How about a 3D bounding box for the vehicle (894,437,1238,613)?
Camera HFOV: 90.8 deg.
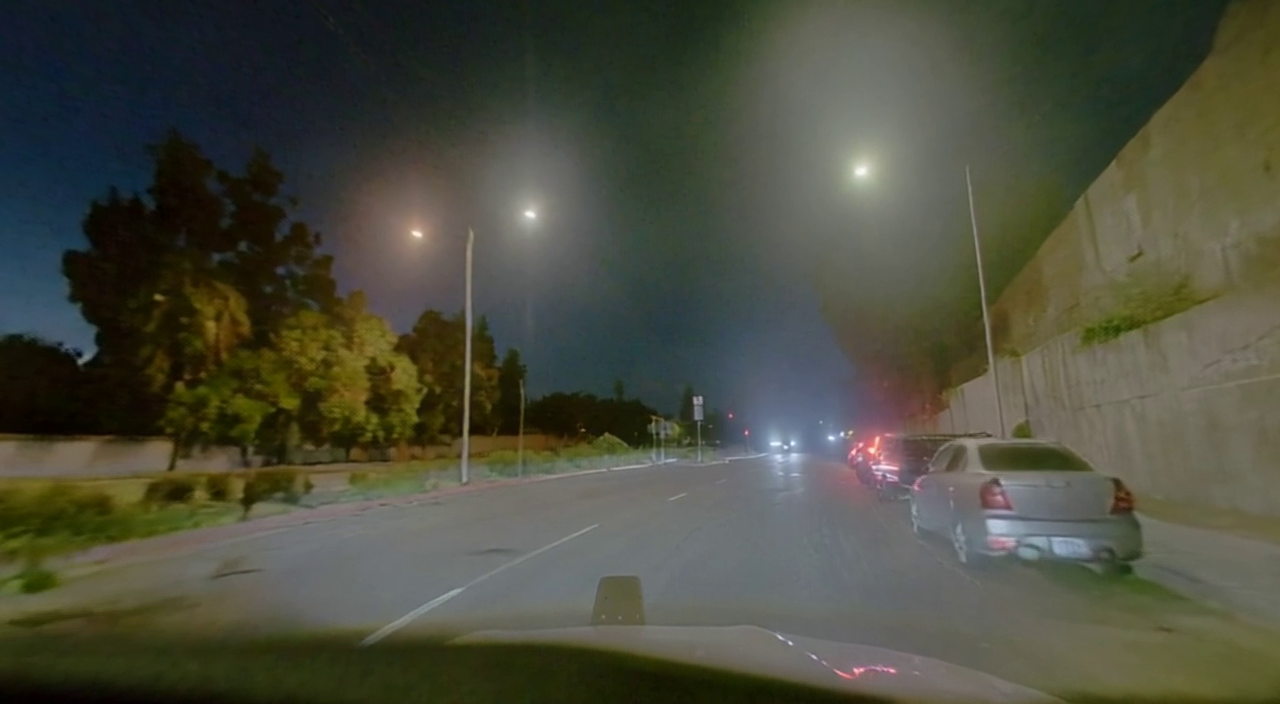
[{"bbox_3d":[4.558,1.808,7.797,1.887,1.439,4.687,-2,-9,13],"label":"vehicle"}]
